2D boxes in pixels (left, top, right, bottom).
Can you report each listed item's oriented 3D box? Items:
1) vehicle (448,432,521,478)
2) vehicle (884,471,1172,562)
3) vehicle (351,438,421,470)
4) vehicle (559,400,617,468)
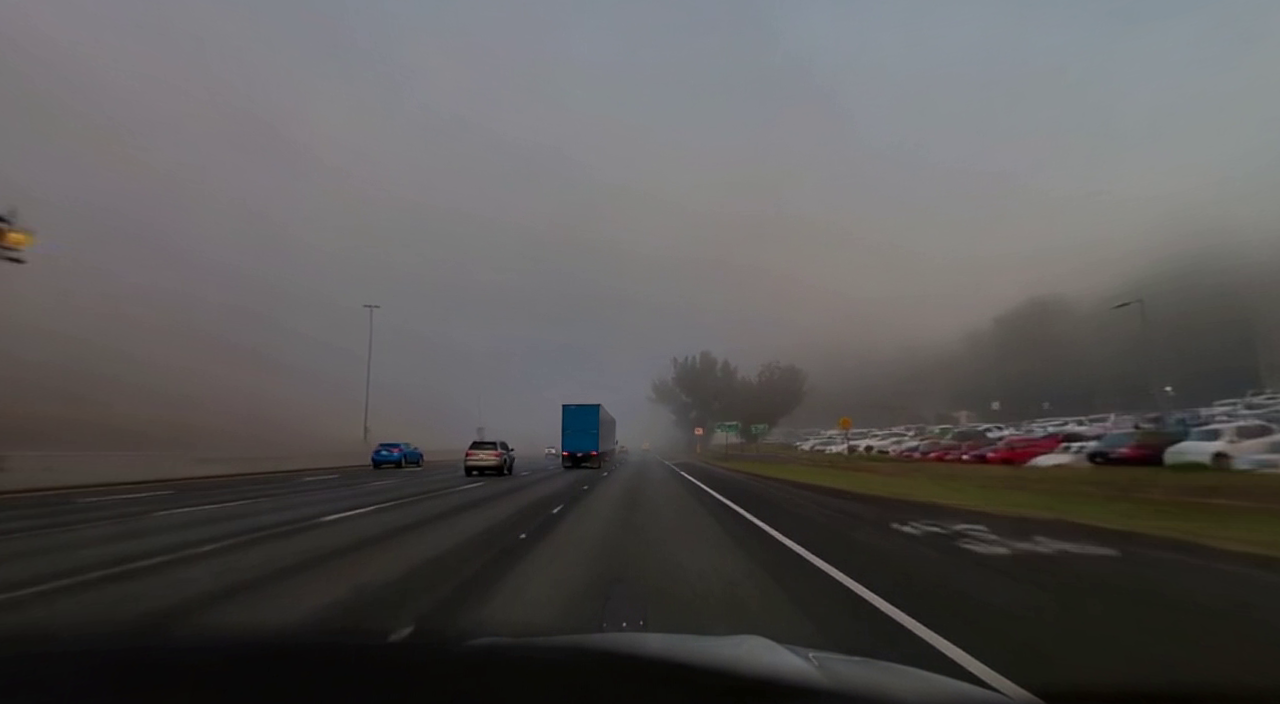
[{"bbox_3d":[-6.719,4.505,27.802,2.058,1.840,4.443,0,-8,0],"label":"vehicle"},{"bbox_3d":[5.452,2.345,9.451,2.295,0.969,3.132,0,-8,-1],"label":"vehicle"},{"bbox_3d":[-14.167,5.695,35.463,1.997,1.695,4.492,0,-8,1],"label":"vehicle"},{"bbox_3d":[-3.361,5.854,44.266,2.905,4.037,12.921,0,-8,0],"label":"vehicle"}]
